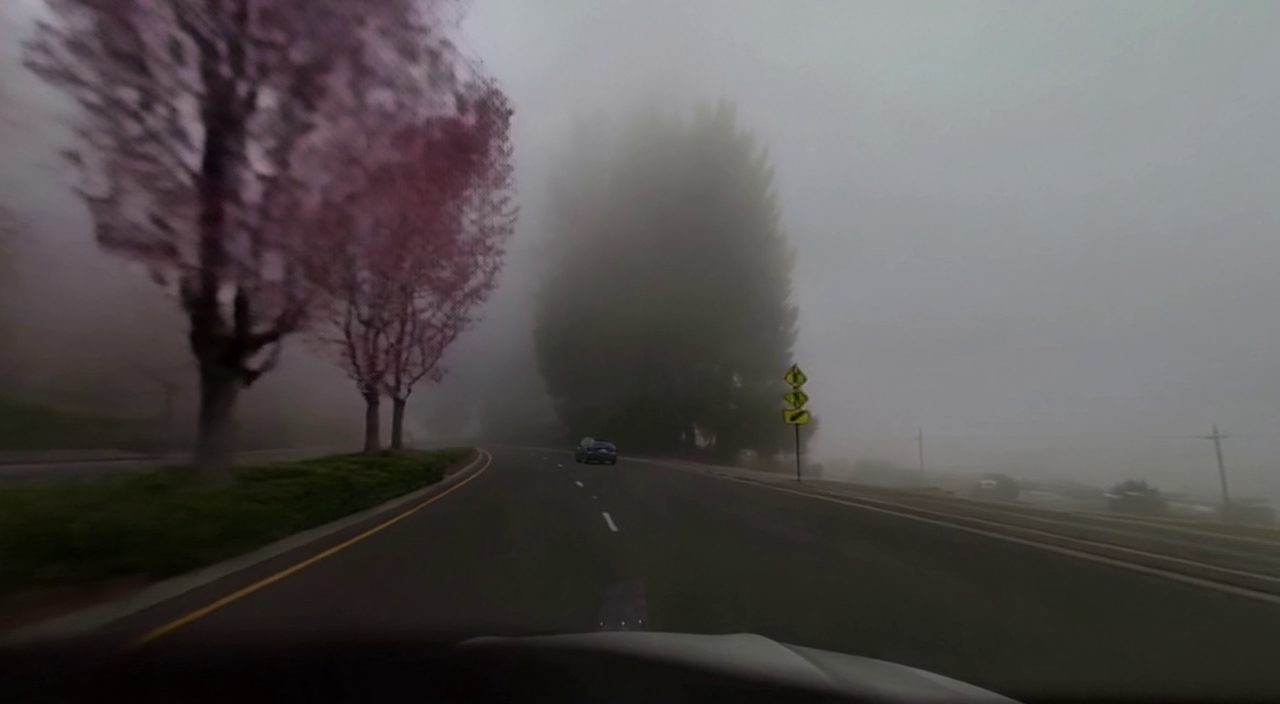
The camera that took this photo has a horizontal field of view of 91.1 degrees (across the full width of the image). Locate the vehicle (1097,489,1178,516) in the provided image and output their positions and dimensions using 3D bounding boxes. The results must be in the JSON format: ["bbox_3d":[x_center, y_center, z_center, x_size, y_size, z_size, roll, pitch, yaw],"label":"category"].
[{"bbox_3d":[37.145,11.202,46.919,4.607,1.572,1.763,-6,-11,40],"label":"vehicle"}]

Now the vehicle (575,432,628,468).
[{"bbox_3d":[-2.210,5.396,34.656,2.166,1.828,4.607,2,-9,-13],"label":"vehicle"}]
